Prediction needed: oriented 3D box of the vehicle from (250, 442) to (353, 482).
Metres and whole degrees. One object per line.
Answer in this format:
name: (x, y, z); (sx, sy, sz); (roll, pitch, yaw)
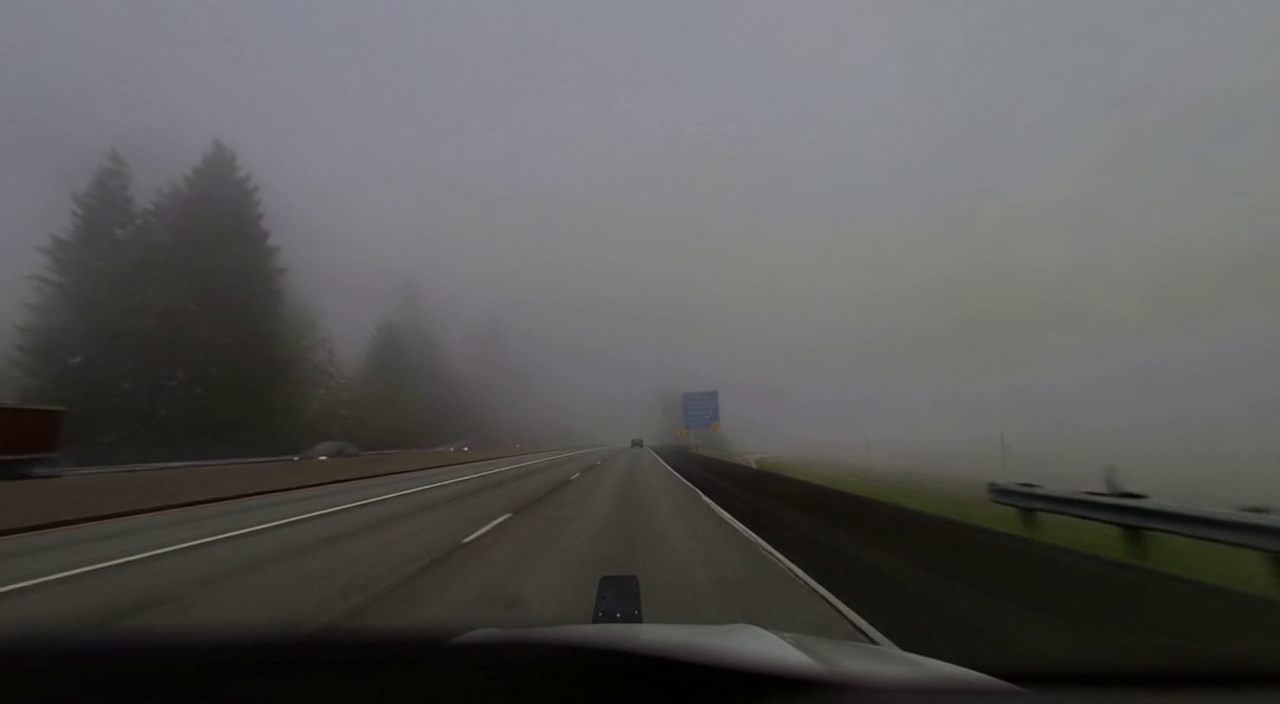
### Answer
vehicle: (-13.618, 4.407, 25.627); (1.859, 1.433, 4.203); (0, -8, 0)
